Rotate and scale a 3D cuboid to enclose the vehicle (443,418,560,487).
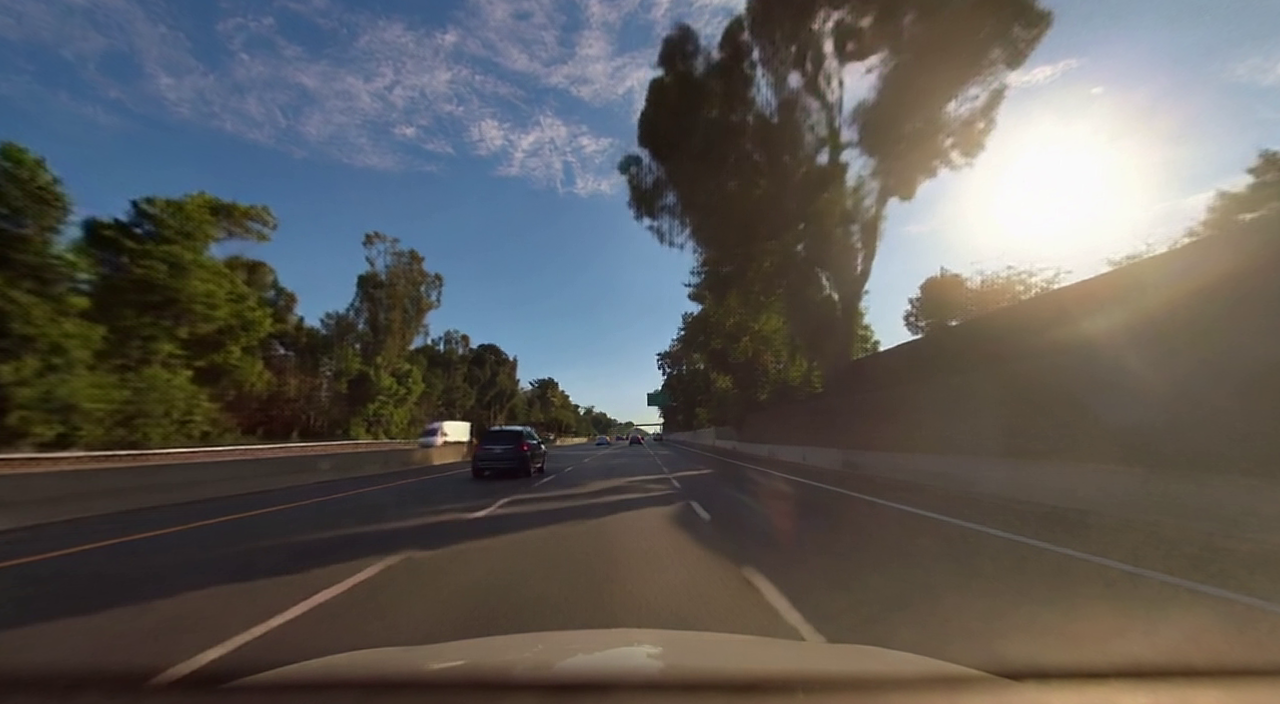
[{"bbox_3d":[-3.829,2.879,18.430,2.306,1.730,4.606,0,-8,1],"label":"vehicle"}]
